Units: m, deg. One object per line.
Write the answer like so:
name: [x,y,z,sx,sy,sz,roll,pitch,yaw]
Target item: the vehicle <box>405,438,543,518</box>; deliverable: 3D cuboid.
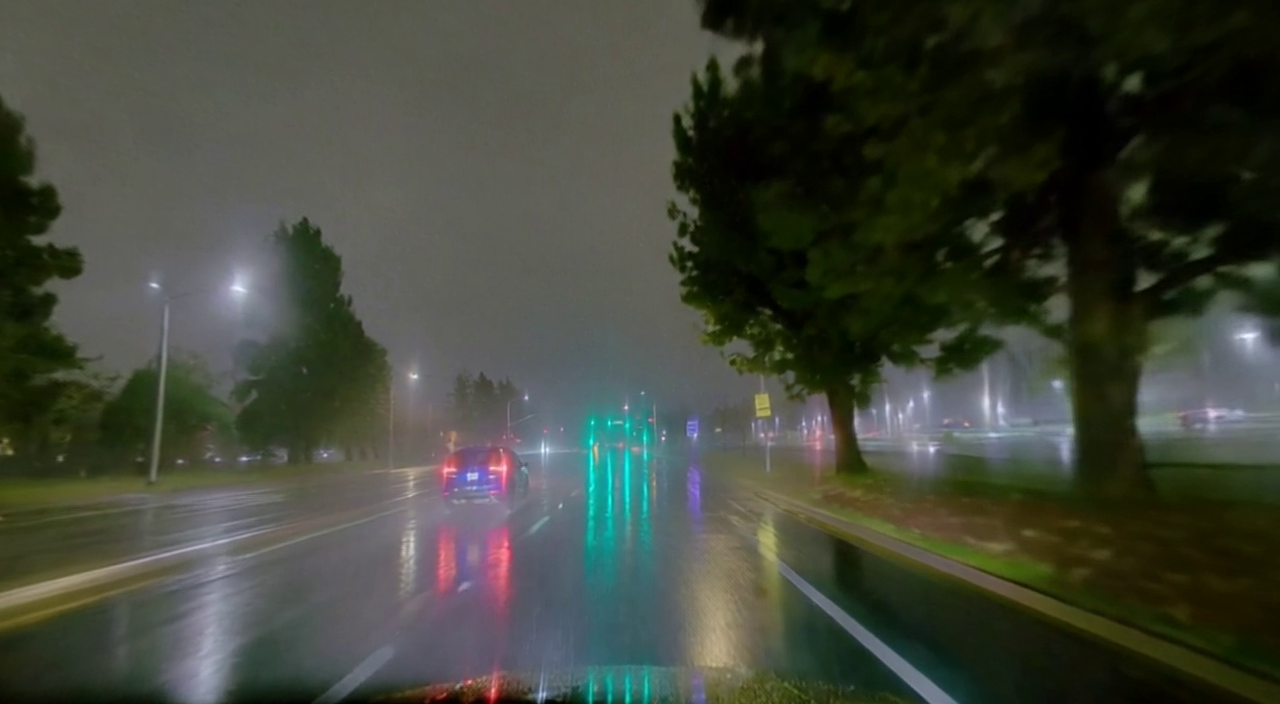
vehicle: [-3.409,2.664,13.886,1.964,1.472,4.078,0,-9,-1]
